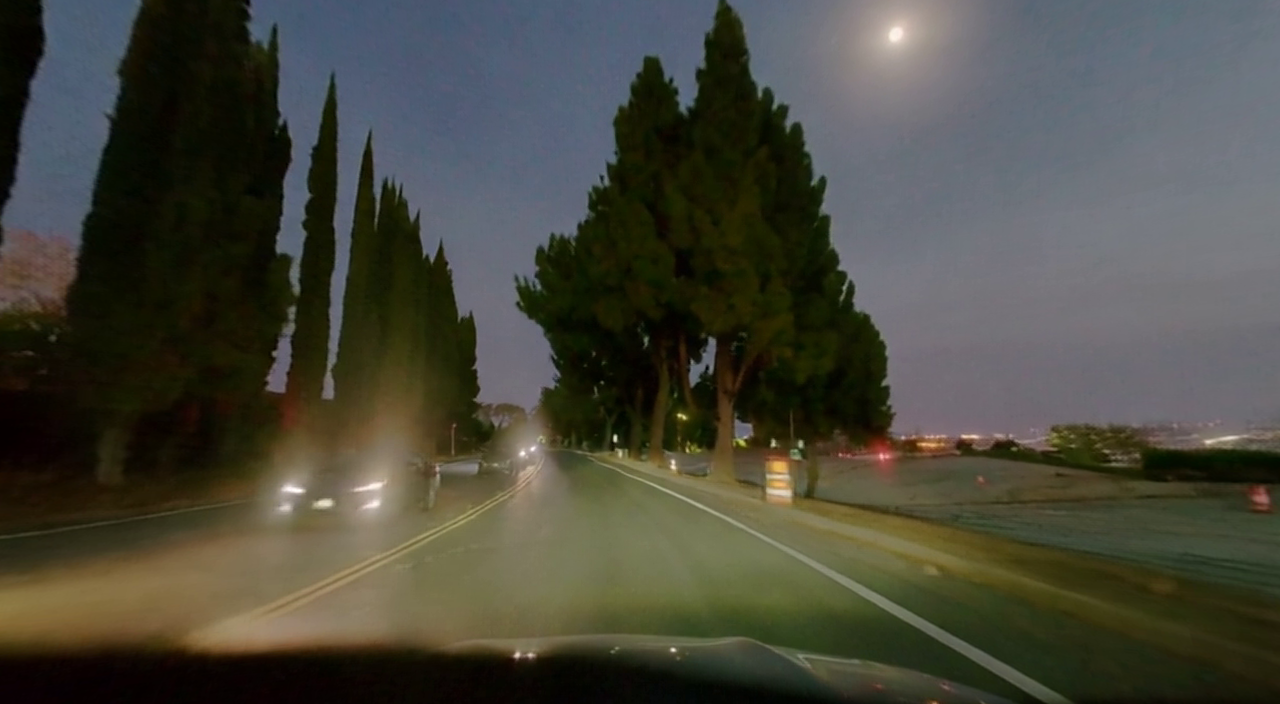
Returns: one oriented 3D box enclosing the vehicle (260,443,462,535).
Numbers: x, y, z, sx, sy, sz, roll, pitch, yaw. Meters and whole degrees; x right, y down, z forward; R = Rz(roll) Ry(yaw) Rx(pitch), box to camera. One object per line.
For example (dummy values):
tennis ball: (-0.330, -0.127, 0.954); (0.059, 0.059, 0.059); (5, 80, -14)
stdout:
vehicle: (-4.981, 2.465, 12.064); (1.975, 1.415, 4.194); (0, -8, -1)

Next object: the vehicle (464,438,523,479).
vehicle: (-6.395, 4.675, 28.050); (2.001, 1.642, 3.942); (0, -8, -5)
